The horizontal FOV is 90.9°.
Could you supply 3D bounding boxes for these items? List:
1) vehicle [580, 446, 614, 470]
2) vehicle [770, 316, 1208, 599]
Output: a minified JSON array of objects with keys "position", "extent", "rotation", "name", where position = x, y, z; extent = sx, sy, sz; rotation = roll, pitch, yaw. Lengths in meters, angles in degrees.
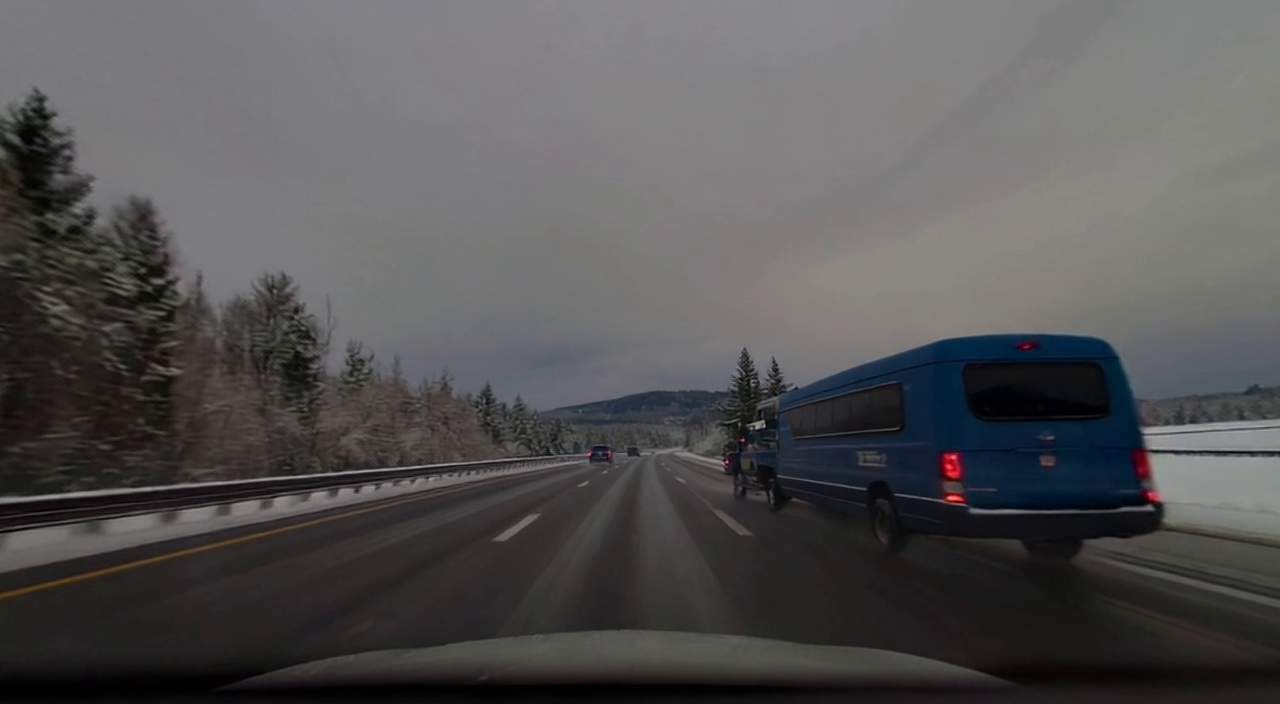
[{"position":[-3.056,7.624,45.642],"extent":[2.020,1.619,4.690],"rotation":[0,-9,1],"name":"vehicle"},{"position":[3.916,1.456,9.186],"extent":[2.614,2.655,6.429],"rotation":[0,-9,0],"name":"vehicle"}]
